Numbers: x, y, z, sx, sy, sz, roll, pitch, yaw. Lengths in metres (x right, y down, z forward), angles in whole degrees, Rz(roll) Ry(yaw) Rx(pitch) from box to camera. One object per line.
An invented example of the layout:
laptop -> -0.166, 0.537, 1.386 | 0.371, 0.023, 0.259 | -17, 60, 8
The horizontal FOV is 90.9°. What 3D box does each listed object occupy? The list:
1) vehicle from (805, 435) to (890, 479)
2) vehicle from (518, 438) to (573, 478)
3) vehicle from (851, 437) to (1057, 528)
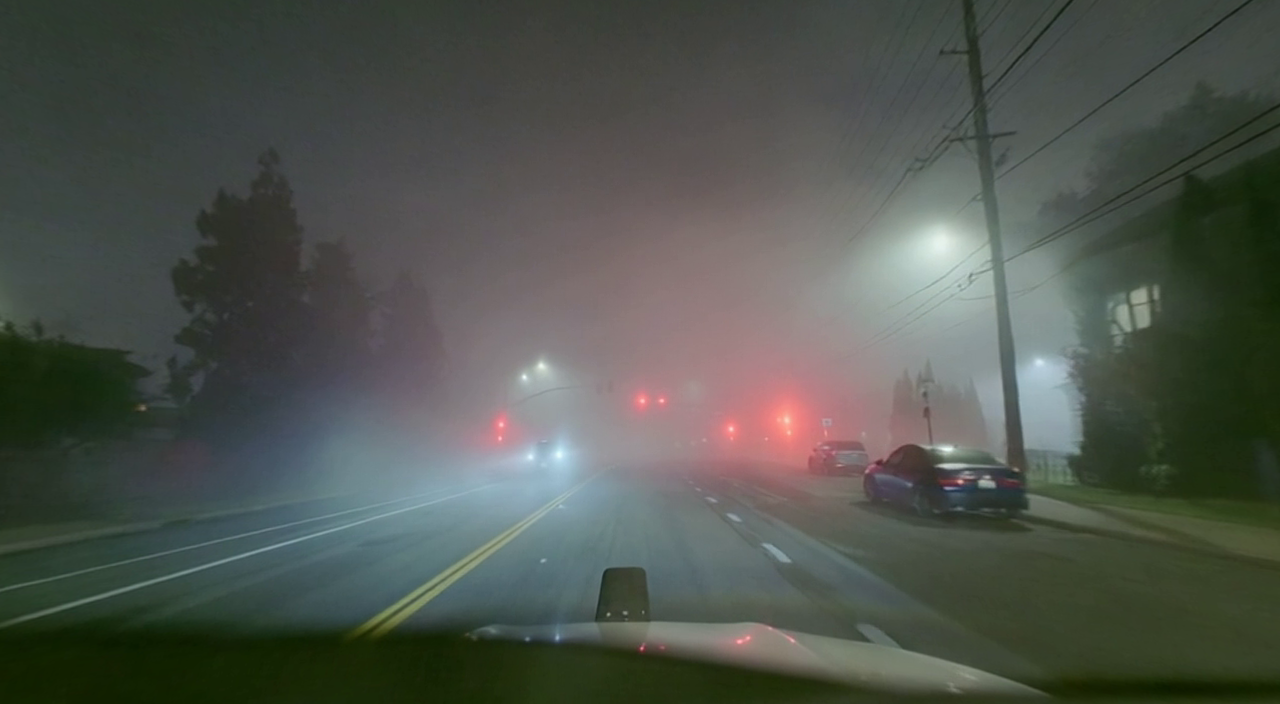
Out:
vehicle -> 9.117, 4.643, 28.221 | 2.170, 1.771, 4.908 | 0, -8, 1
vehicle -> -4.537, 5.148, 30.967 | 2.012, 1.778, 4.990 | 0, -8, -1
vehicle -> 5.942, 2.484, 12.666 | 2.040, 1.475, 4.389 | 0, -8, 3
